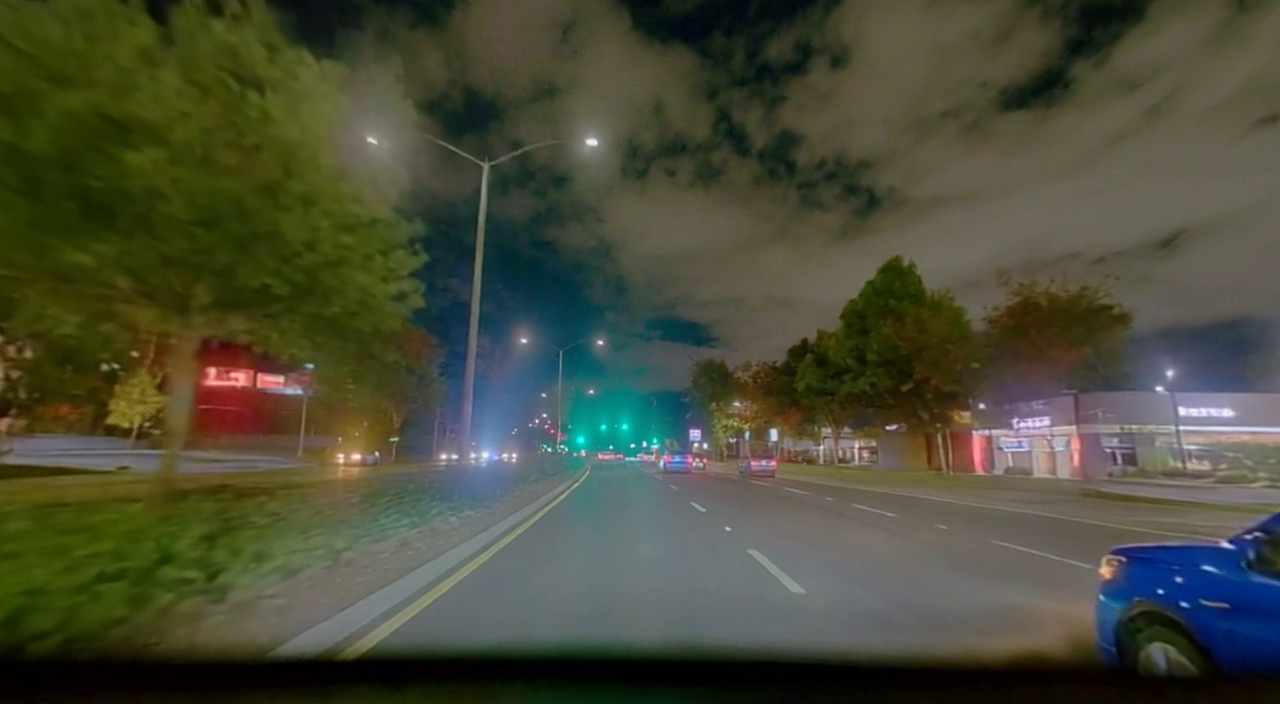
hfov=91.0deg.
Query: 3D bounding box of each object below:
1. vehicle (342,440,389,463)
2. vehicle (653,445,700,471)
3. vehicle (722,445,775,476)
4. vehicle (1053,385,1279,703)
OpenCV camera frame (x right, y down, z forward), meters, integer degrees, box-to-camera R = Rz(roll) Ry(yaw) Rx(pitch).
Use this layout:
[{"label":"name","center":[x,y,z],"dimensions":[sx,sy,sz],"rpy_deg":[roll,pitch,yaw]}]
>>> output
[{"label":"vehicle","center":[-21.165,7.696,48.688],"dimensions":[1.982,1.650,4.157],"rpy_deg":[1,-9,-4]},{"label":"vehicle","center":[2.067,6.223,37.100],"dimensions":[2.256,1.451,4.313],"rpy_deg":[1,-9,-4]},{"label":"vehicle","center":[5.771,5.792,33.913],"dimensions":[1.886,1.528,4.169],"rpy_deg":[1,-9,-3]},{"label":"vehicle","center":[3.282,0.743,1.212],"dimensions":[2.102,1.524,4.126],"rpy_deg":[0,-9,-1]}]
